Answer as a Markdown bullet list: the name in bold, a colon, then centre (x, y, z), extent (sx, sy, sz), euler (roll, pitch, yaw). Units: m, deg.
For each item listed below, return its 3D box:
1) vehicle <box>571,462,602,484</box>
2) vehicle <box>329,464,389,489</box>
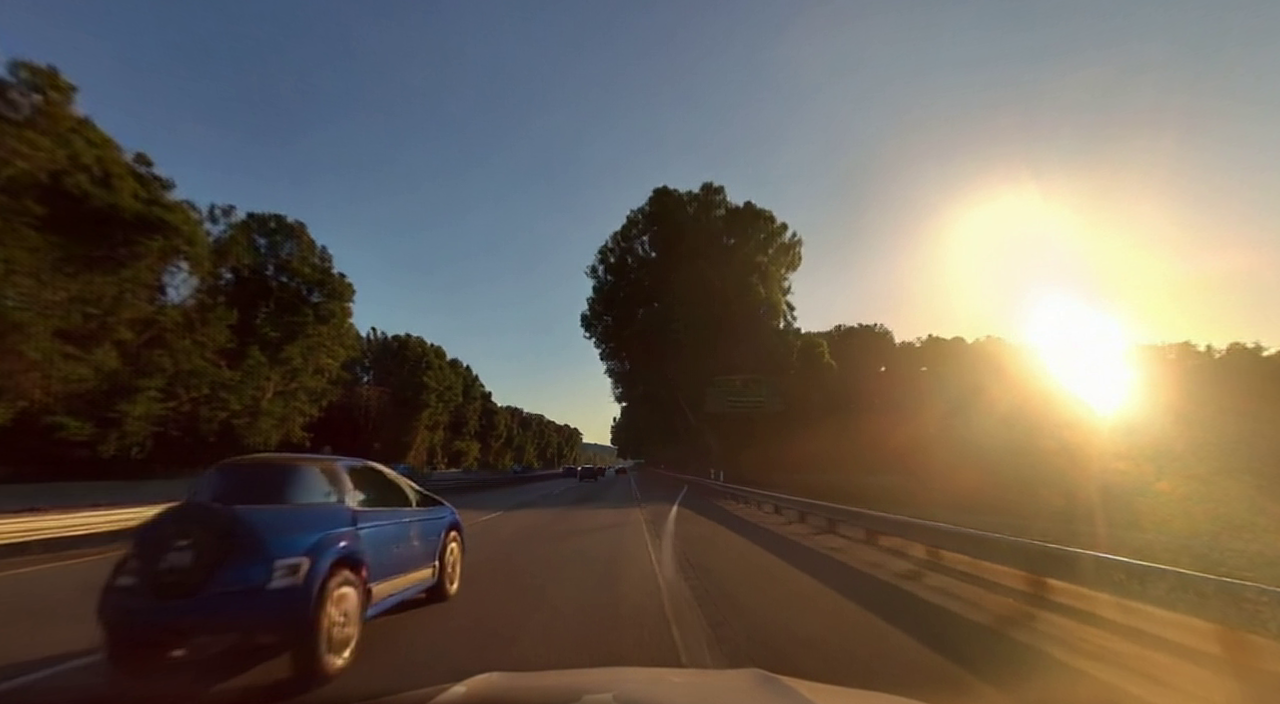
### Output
- **vehicle**: centre (-4.048, 9.289, 48.418), extent (2.042, 1.629, 4.276), euler (1, -11, 0)
- **vehicle**: centre (-18.175, 8.078, 40.998), extent (1.832, 1.481, 4.505), euler (1, -11, 0)
